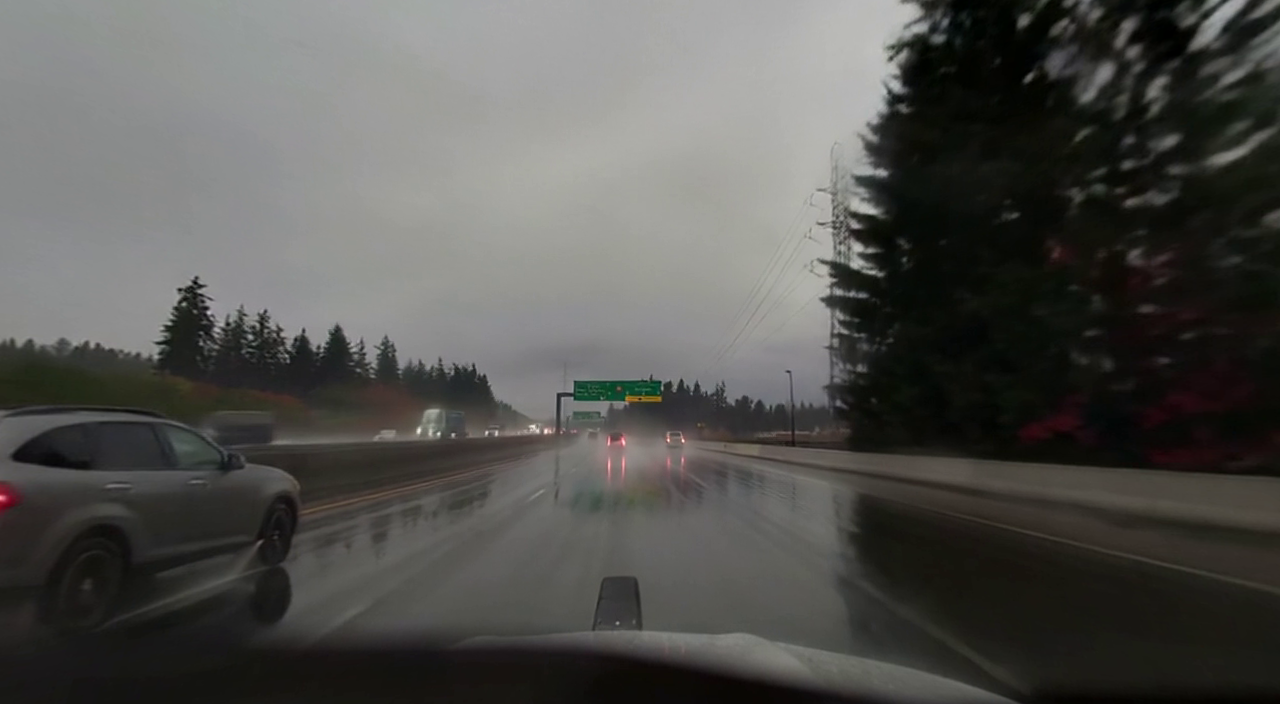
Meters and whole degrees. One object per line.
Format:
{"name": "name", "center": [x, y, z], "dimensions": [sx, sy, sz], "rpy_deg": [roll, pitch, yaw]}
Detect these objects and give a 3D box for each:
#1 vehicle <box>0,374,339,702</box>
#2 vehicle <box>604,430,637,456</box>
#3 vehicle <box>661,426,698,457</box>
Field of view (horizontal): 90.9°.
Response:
{"name": "vehicle", "center": [-4.217, 1.109, 4.596], "dimensions": [2.100, 1.590, 4.077], "rpy_deg": [0, -7, -2]}
{"name": "vehicle", "center": [-1.407, 6.268, 43.605], "dimensions": [2.159, 1.690, 3.720], "rpy_deg": [0, -7, -3]}
{"name": "vehicle", "center": [2.575, 5.946, 41.987], "dimensions": [1.976, 1.905, 3.263], "rpy_deg": [0, -7, -5]}
